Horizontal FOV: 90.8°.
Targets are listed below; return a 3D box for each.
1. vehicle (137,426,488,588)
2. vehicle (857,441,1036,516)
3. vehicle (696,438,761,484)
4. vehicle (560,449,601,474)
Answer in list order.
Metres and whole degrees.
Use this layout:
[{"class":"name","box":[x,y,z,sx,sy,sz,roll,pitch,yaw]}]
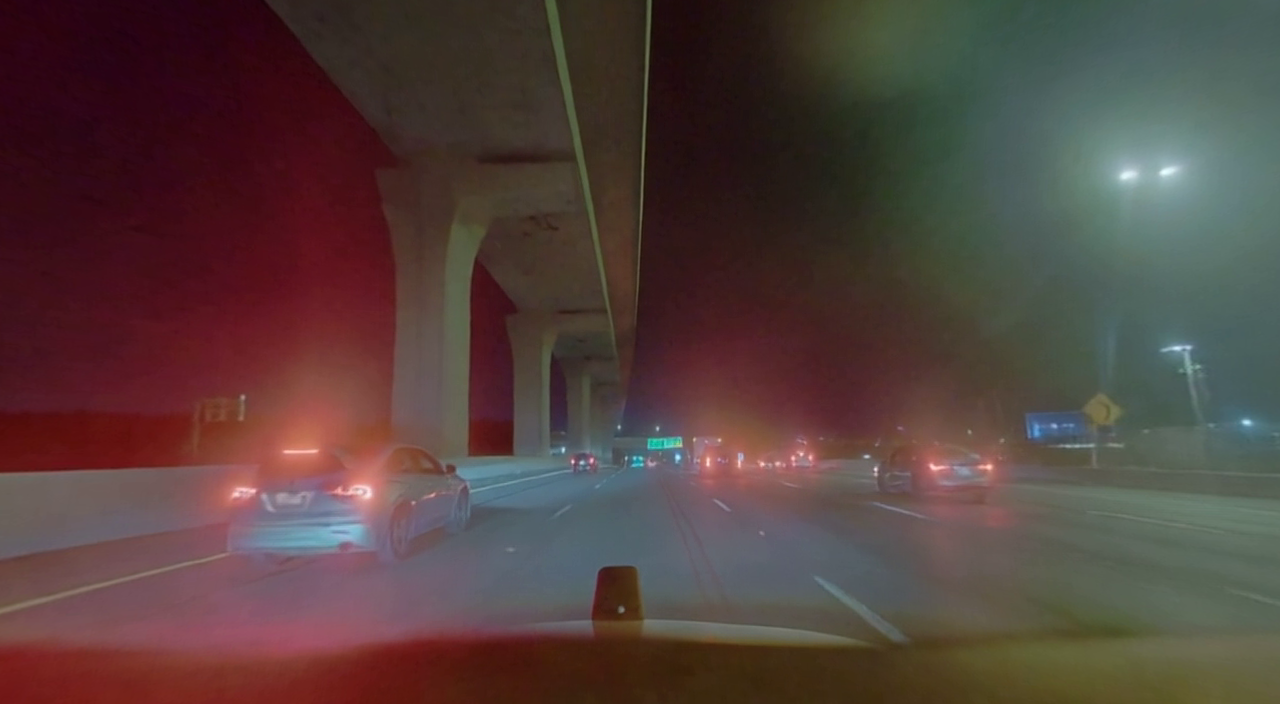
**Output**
[{"class":"vehicle","box":[-3.593,1.813,8.228,1.997,1.476,4.703,0,-9,1]},{"class":"vehicle","box":[6.903,2.892,14.856,1.989,1.472,4.322,0,-9,0]},{"class":"vehicle","box":[3.604,4.547,26.441,2.072,1.761,4.242,0,-9,0]},{"class":"vehicle","box":[-3.572,6.740,38.909,2.047,1.464,4.387,0,-9,1]}]
